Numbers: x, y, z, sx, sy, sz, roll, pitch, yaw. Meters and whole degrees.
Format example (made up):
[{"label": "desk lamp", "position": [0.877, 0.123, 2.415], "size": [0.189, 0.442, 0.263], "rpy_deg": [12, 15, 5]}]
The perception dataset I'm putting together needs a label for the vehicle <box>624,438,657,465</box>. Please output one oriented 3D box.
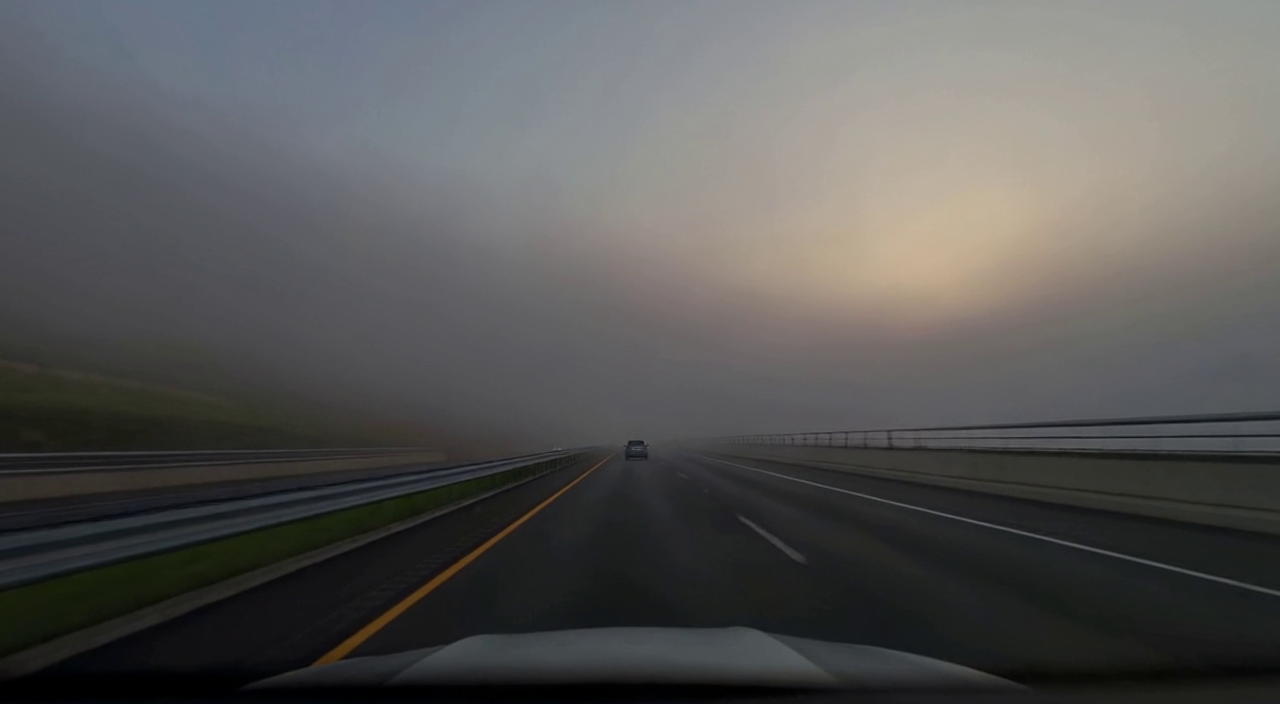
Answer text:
[{"label": "vehicle", "position": [0.006, 6.684, 42.495], "size": [2.059, 1.696, 4.165], "rpy_deg": [0, -8, -1]}]
